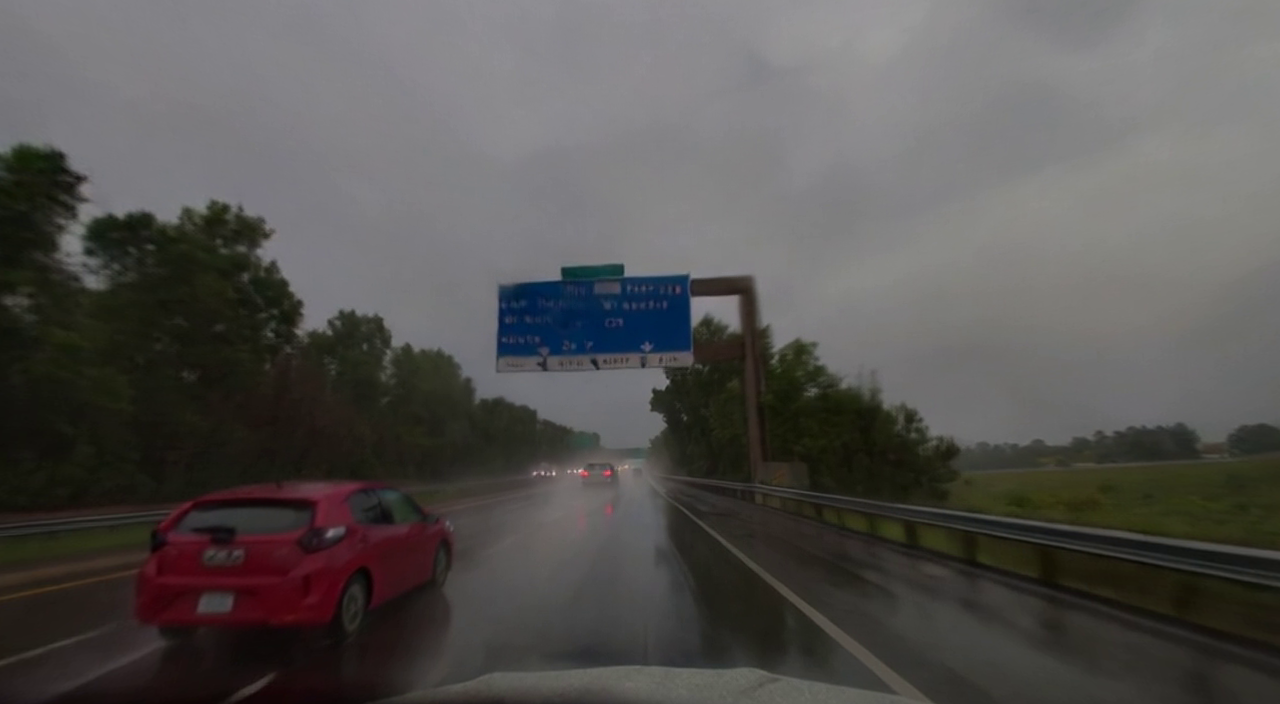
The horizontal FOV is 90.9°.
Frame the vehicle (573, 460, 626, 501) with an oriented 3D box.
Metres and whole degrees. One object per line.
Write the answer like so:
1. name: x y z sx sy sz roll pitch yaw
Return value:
1. vehicle: -1.753 5.838 28.882 2.107 1.668 4.554 1 -11 0
